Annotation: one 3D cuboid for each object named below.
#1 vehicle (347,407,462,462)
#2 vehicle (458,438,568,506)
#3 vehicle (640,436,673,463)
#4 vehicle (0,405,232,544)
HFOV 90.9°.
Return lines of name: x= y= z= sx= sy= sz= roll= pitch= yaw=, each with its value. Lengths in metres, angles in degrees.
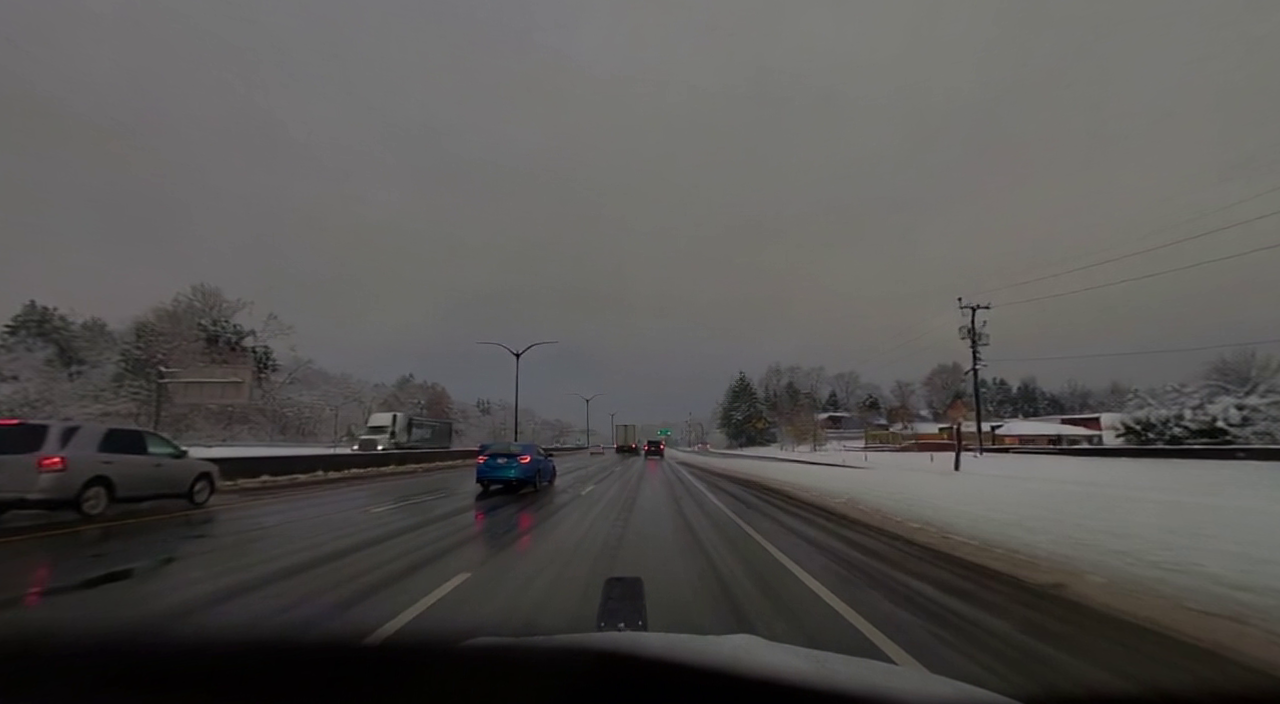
vehicle: x=-17.183 y=6.358 z=47.778 sx=2.988 sy=3.555 sz=13.842 roll=-1 pitch=-8 yaw=2
vehicle: x=-3.105 y=2.999 z=16.192 sx=1.953 sy=1.511 sz=3.704 roll=-1 pitch=-8 yaw=2
vehicle: x=1.282 y=7.467 z=48.194 sx=2.373 sy=1.935 sz=4.448 roll=-1 pitch=-8 yaw=2
vehicle: x=-10.216 y=2.139 z=11.629 sx=2.053 sy=2.002 sz=4.800 roll=0 pitch=-8 yaw=1
